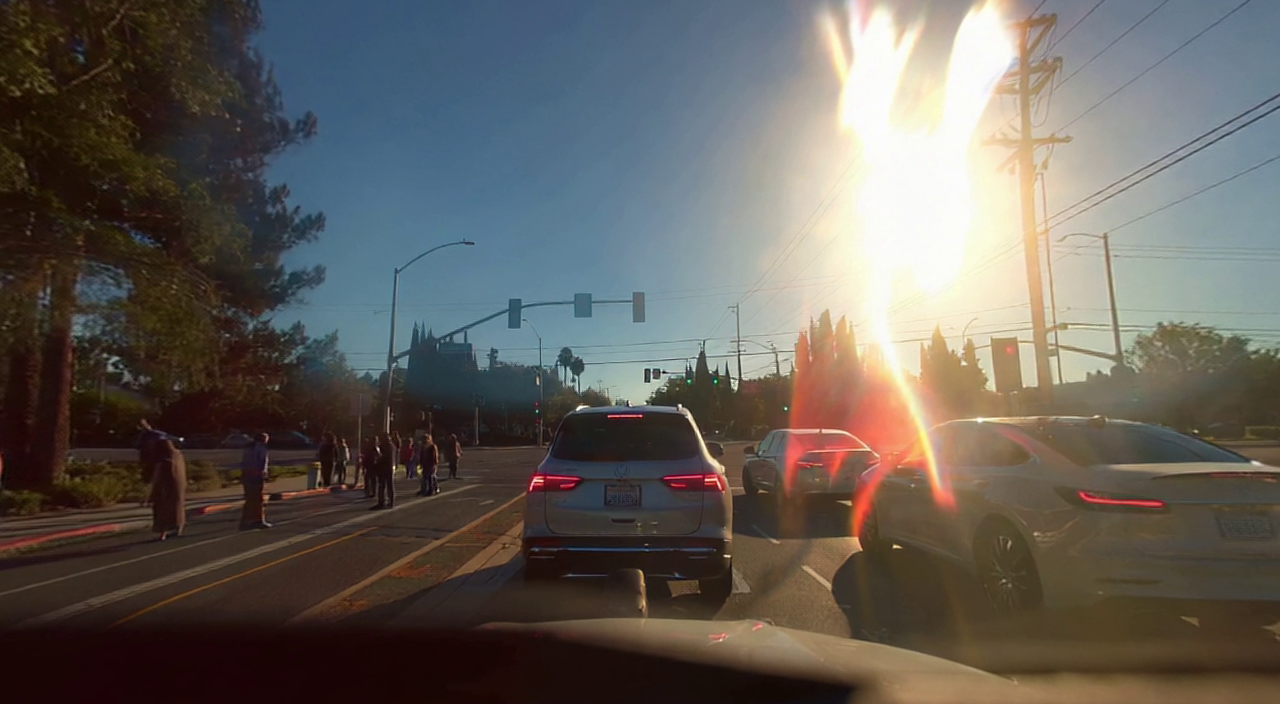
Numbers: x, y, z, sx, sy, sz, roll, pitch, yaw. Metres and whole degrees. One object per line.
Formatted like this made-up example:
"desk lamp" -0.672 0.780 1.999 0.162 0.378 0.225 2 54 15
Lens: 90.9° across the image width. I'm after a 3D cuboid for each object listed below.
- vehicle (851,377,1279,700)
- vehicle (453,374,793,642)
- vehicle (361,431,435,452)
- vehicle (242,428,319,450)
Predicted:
"vehicle" 3.560 1.289 5.564 1.948 1.677 4.437 0 -8 1
"vehicle" -0.164 1.366 6.542 2.271 1.786 4.443 0 -8 -1
"vehicle" -17.744 6.559 46.371 4.607 1.478 1.995 0 -8 0
"vehicle" -26.846 6.534 47.223 4.587 1.639 1.878 0 -8 1
